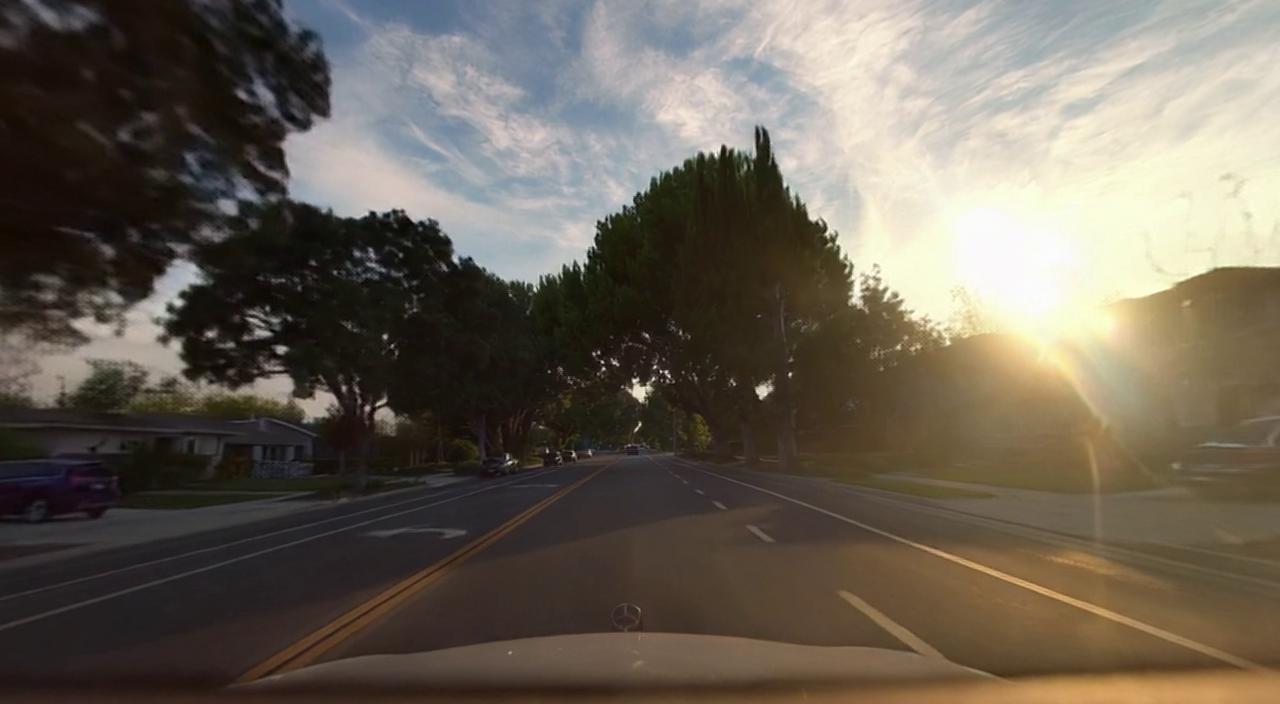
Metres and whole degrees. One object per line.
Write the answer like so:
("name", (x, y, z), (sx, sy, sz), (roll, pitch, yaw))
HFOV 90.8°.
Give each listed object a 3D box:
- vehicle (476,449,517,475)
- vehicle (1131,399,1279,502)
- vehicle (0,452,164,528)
("vehicle", (-10.743, 8.222, 47.442), (1.989, 1.610, 4.337), (-5, -8, 0))
("vehicle", (11.946, 1.777, 11.519), (4.392, 1.685, 1.959), (0, -9, -4))
("vehicle", (-15.676, 3.527, 16.476), (4.859, 1.780, 2.031), (-1, -9, 3))
